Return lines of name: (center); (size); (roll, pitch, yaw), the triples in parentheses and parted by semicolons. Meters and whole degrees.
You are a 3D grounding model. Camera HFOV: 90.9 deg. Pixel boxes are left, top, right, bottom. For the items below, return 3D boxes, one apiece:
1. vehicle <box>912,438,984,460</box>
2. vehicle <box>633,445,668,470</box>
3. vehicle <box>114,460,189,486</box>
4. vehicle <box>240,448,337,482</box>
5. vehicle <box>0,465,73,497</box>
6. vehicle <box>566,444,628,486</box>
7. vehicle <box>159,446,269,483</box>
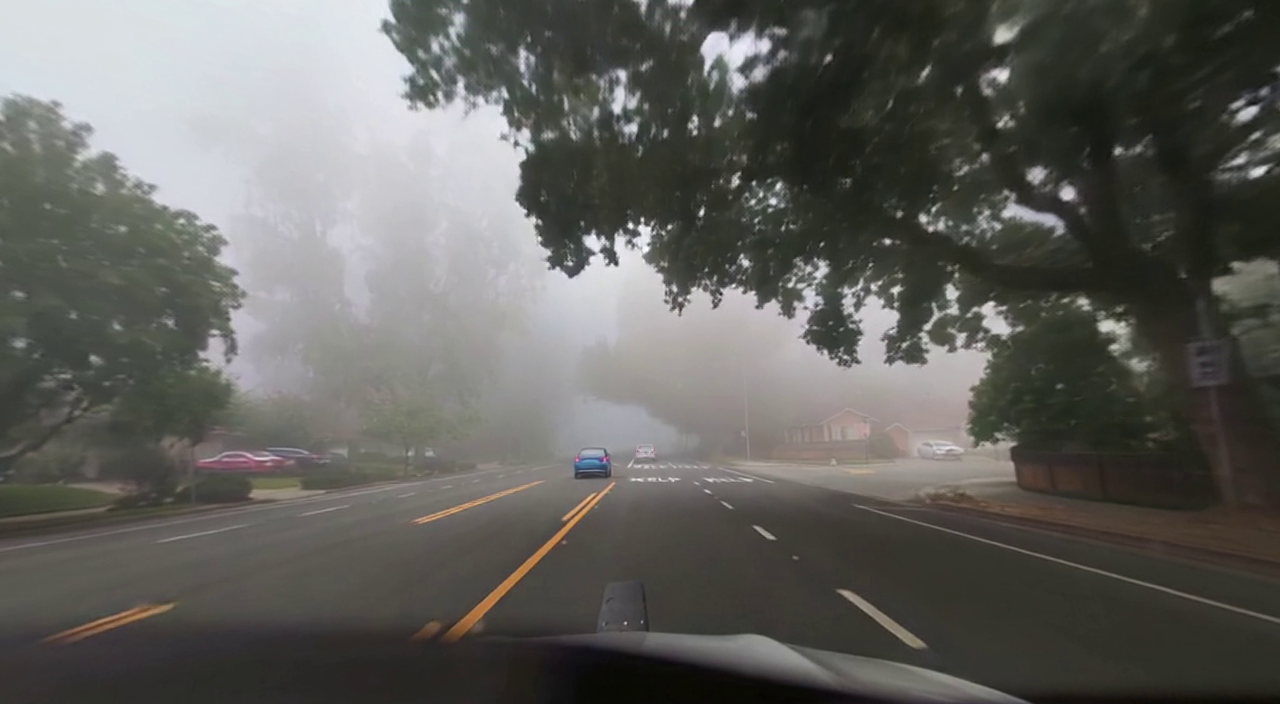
vehicle: (23.065, 7.299, 47.289); (4.318, 1.601, 1.975); (0, -9, -4)
vehicle: (0.682, 6.989, 41.919); (2.226, 1.505, 4.128); (0, -9, 0)
vehicle: (-33.129, 8.176, 42.867); (1.774, 1.484, 3.684); (-5, -9, 13)
vehicle: (-22.359, 7.203, 40.439); (2.173, 1.849, 5.752); (-5, -9, 12)
vehicle: (-30.655, 6.214, 30.285); (1.874, 1.393, 4.724); (-2, -9, 14)
vehicle: (-1.626, 4.376, 24.787); (2.158, 1.469, 4.909); (0, -9, -3)
vehicle: (-27.827, 7.348, 41.534); (2.161, 2.233, 5.937); (-3, -9, 14)
